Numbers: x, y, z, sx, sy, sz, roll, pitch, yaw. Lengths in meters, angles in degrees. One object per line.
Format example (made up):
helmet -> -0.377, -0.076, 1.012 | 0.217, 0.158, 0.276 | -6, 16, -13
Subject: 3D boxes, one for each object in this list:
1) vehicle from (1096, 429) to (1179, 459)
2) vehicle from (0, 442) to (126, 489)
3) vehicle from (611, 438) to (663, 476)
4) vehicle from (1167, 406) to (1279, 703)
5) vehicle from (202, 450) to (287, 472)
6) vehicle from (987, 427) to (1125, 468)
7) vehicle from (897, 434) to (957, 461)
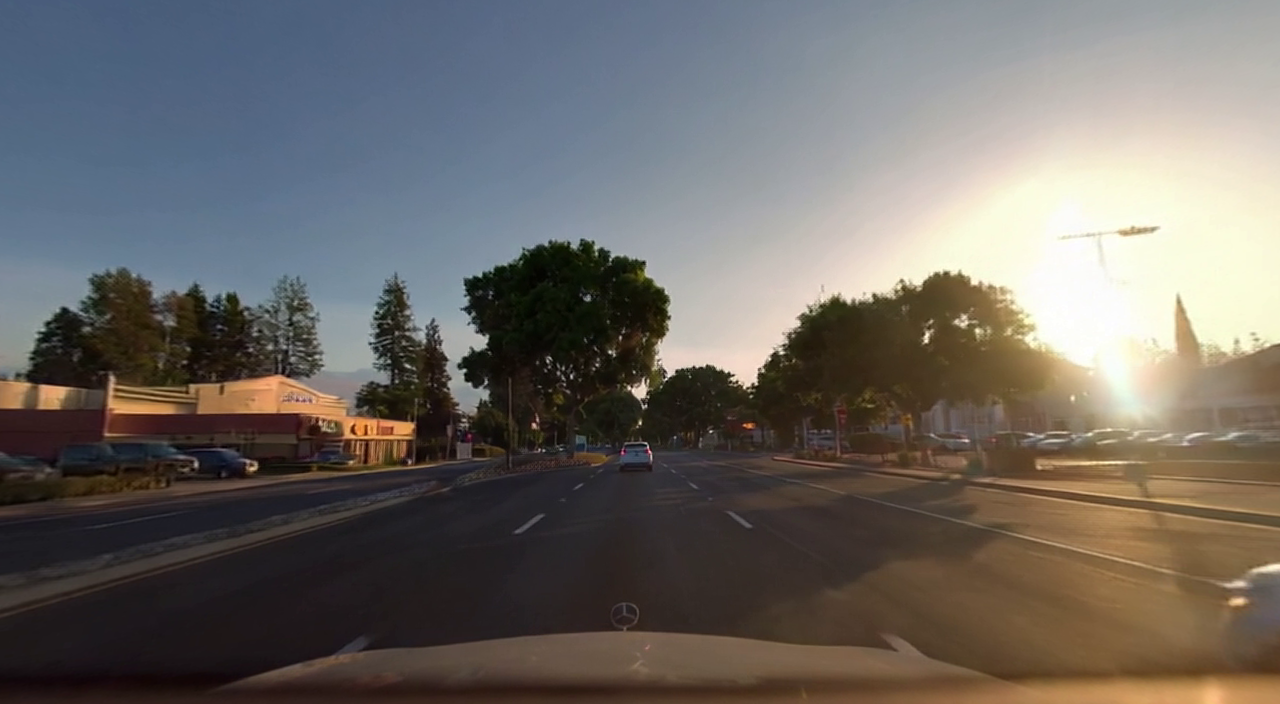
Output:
vehicle -> 32.523, 6.041, 41.336 | 1.933, 1.830, 4.282 | 0, -8, 1
vehicle -> -26.918, 5.254, 29.275 | 4.087, 1.755, 2.304 | -5, -9, 1
vehicle -> -0.147, 4.378, 26.411 | 1.998, 1.452, 3.773 | 0, -8, -1
vehicle -> 3.753, 0.680, 0.750 | 2.153, 1.456, 4.705 | 0, -8, 0
vehicle -> -27.605, 7.588, 44.024 | 4.644, 1.437, 1.827 | 0, -8, -2
vehicle -> 17.095, 3.939, 26.014 | 4.224, 1.614, 2.028 | 0, -8, -1
vehicle -> 19.034, 6.341, 41.953 | 1.894, 1.706, 4.583 | 0, -8, 1
